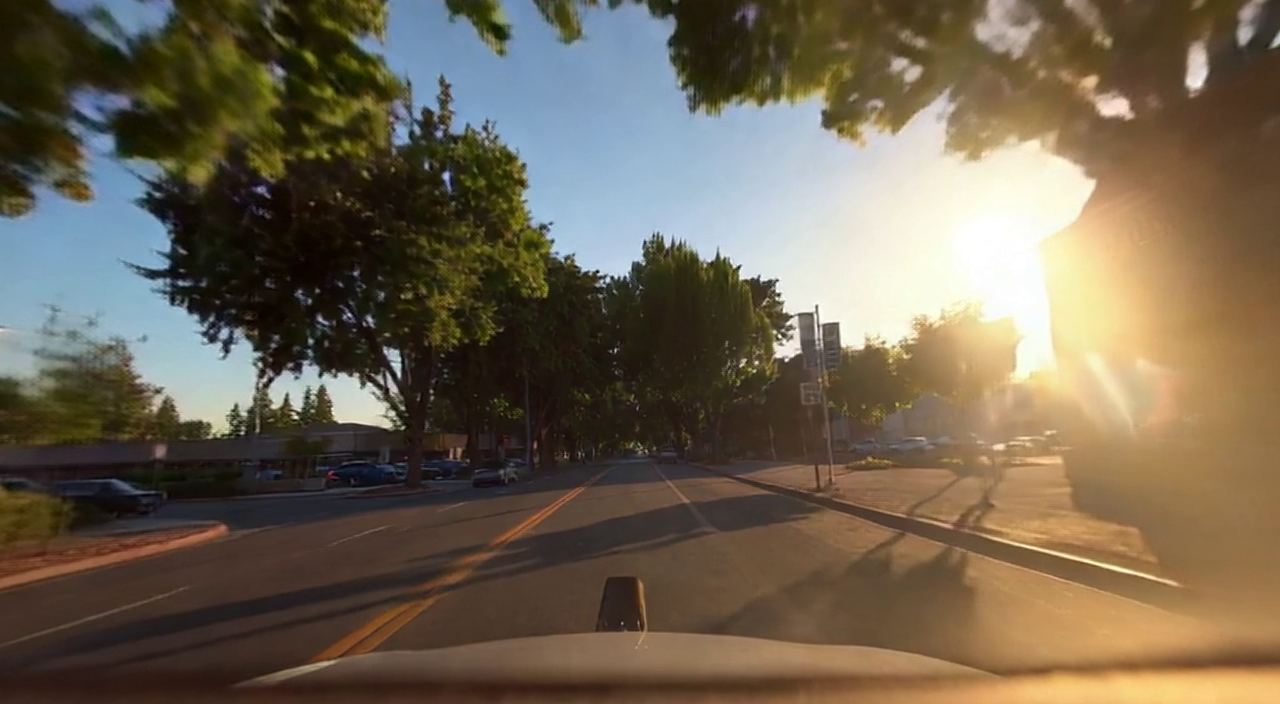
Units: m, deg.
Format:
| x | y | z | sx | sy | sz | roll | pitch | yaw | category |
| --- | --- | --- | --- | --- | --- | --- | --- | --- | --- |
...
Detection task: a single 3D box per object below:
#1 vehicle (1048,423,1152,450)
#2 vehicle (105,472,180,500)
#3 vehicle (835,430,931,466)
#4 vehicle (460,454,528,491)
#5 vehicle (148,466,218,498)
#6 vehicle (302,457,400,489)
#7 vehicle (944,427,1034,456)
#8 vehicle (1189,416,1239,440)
| x | y | z | sx | sy | sz | roll | pitch | yaw | category |
| --- | --- | --- | --- | --- | --- | --- | --- | --- | --- |
| 26.018 | 4.832 | 35.818 | 1.765 | 1.435 | 4.413 | 8 | -12 | -44 | vehicle |
| -30.356 | 8.156 | 38.676 | 1.777 | 1.441 | 3.695 | 1 | -9 | -6 | vehicle |
| 11.118 | 4.372 | 28.778 | 4.587 | 1.504 | 1.928 | 7 | -11 | -38 | vehicle |
| -6.572 | 5.455 | 29.007 | 1.962 | 1.478 | 4.639 | -1 | -9 | 1 | vehicle |
| -27.456 | 7.798 | 38.120 | 1.822 | 1.622 | 4.193 | -2 | -9 | -11 | vehicle |
| -16.442 | 6.885 | 36.166 | 4.650 | 1.700 | 1.915 | 0 | -9 | -1 | vehicle |
| 21.850 | 5.646 | 39.643 | 4.442 | 1.451 | 1.945 | -12 | -12 | 42 | vehicle |
| 40.220 | 5.338 | 44.240 | 4.224 | 1.532 | 1.910 | 7 | -11 | -40 | vehicle |
